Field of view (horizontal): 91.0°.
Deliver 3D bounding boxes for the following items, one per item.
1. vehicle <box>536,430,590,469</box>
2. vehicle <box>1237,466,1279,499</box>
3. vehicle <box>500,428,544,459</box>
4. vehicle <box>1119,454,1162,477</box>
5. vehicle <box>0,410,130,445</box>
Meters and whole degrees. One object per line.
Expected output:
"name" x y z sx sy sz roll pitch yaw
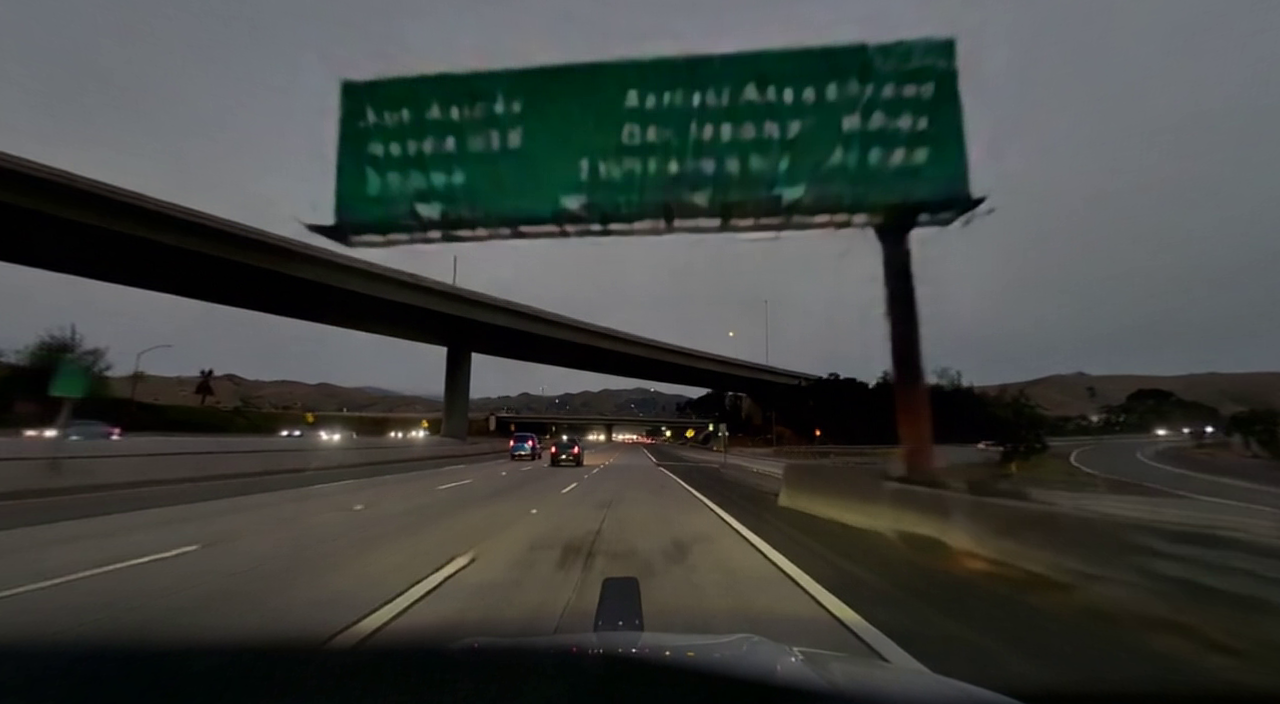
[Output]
"vehicle" -3.864 5.022 32.527 2.144 1.847 4.850 0 -8 0
"vehicle" 34.836 7.096 34.396 1.944 1.528 4.123 -4 -9 25
"vehicle" -8.036 6.315 43.405 2.132 1.984 4.639 0 -8 0
"vehicle" 36.950 8.369 46.577 1.929 1.517 3.993 -5 -10 32
"vehicle" -30.091 4.043 33.038 1.941 1.677 5.525 0 -8 0
